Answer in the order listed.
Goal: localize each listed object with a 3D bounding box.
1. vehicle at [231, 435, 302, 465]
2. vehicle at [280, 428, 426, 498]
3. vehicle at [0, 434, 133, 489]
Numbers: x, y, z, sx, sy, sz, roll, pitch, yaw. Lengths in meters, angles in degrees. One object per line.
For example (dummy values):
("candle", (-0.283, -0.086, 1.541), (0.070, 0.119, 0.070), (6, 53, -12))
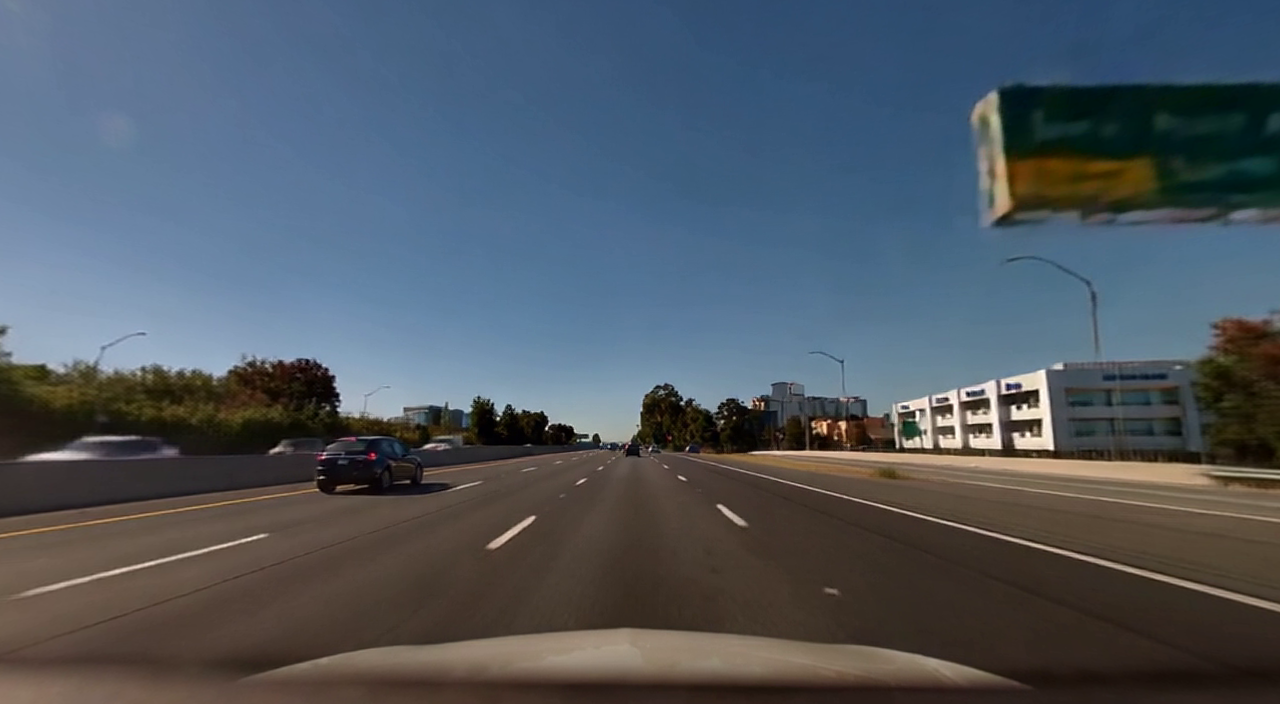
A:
("vehicle", (-29.190, 7.697, 49.680), (2.250, 2.218, 5.664), (0, -8, -2))
("vehicle", (-7.854, 3.064, 17.856), (2.089, 1.724, 4.327), (0, -8, 0))
("vehicle", (-21.382, 3.807, 22.296), (2.213, 1.709, 5.781), (0, -8, 0))
